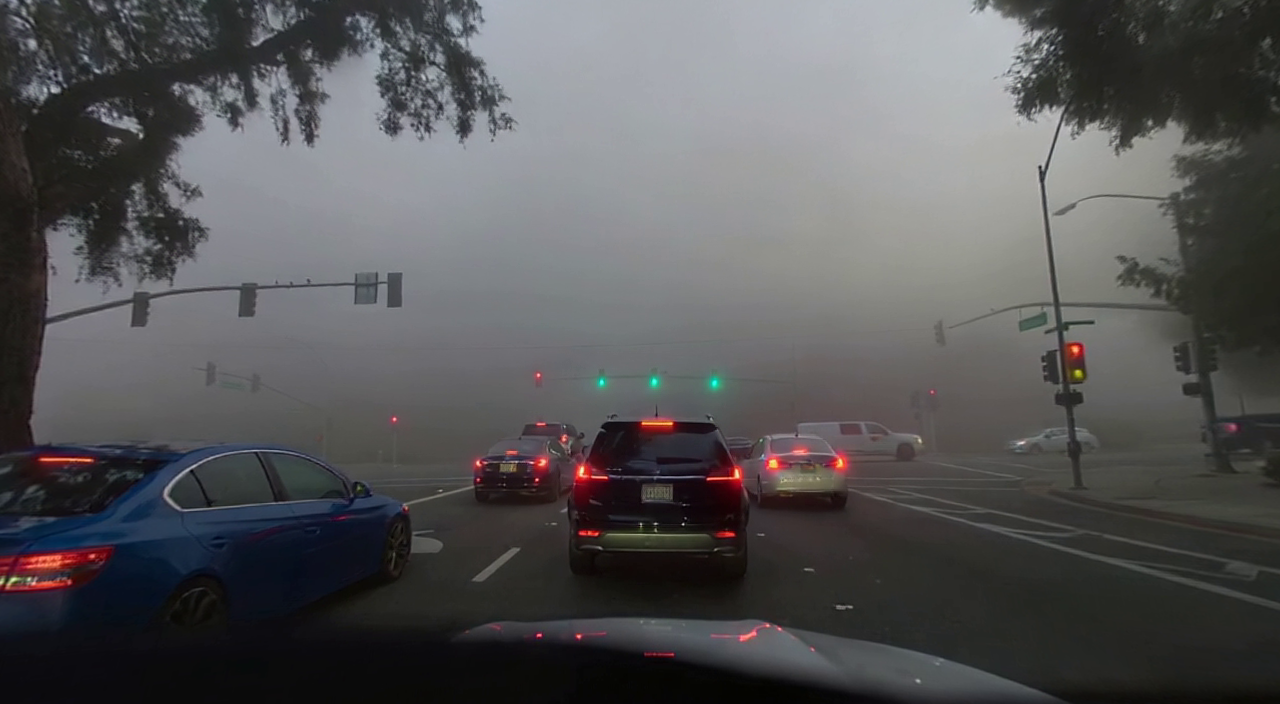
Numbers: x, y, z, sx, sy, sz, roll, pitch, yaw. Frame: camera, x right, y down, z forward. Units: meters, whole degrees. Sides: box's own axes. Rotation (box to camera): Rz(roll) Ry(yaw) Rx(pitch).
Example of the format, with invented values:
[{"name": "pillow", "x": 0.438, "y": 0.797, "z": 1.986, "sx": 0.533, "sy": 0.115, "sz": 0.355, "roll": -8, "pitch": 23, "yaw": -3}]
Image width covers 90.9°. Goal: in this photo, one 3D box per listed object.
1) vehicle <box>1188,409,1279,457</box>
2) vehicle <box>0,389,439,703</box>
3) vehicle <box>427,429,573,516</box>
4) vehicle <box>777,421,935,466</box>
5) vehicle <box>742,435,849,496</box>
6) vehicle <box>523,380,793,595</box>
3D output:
[{"name": "vehicle", "x": 28.037, "y": 3.538, "z": 27.660, "sx": 5.539, "sy": 2.007, "sz": 2.154, "roll": -2, "pitch": -9, "yaw": 7}, {"name": "vehicle", "x": -3.218, "y": 1.201, "z": 4.433, "sx": 1.958, "sy": 1.494, "sz": 4.624, "roll": 0, "pitch": -8, "yaw": 2}, {"name": "vehicle", "x": -2.680, "y": 2.398, "z": 13.083, "sx": 1.851, "sy": 1.502, "sz": 4.042, "roll": 0, "pitch": -8, "yaw": 4}, {"name": "vehicle", "x": 10.442, "y": 4.419, "z": 30.712, "sx": 6.879, "sy": 1.984, "sz": 2.808, "roll": -3, "pitch": -8, "yaw": 22}, {"name": "vehicle", "x": 4.099, "y": 3.057, "z": 17.336, "sx": 1.979, "sy": 1.453, "sz": 4.011, "roll": 0, "pitch": -8, "yaw": 1}, {"name": "vehicle", "x": 0.205, "y": 1.466, "z": 7.644, "sx": 2.300, "sy": 1.832, "sz": 4.331, "roll": 0, "pitch": -8, "yaw": 1}]
